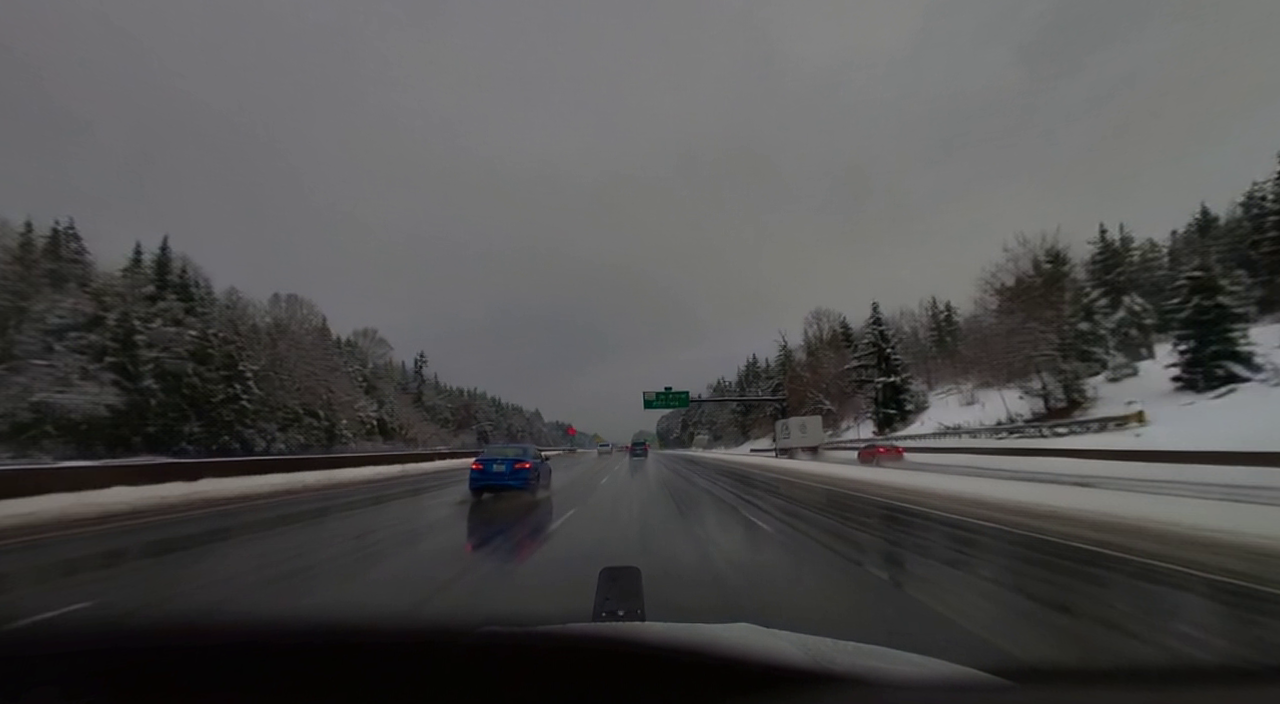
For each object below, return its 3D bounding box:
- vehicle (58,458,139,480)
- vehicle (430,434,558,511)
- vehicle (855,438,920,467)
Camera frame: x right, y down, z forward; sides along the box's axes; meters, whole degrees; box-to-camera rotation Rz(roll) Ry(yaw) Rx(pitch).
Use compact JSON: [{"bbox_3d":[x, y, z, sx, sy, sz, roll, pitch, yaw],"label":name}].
[{"bbox_3d":[-40.555,8.775,47.496,2.068,1.488,4.731,0,-9,-3],"label":"vehicle"},{"bbox_3d":[-3.230,2.754,14.916,2.020,1.554,4.137,0,-9,0],"label":"vehicle"},{"bbox_3d":[15.478,6.294,39.812,2.081,1.707,4.756,0,-9,-2],"label":"vehicle"}]
